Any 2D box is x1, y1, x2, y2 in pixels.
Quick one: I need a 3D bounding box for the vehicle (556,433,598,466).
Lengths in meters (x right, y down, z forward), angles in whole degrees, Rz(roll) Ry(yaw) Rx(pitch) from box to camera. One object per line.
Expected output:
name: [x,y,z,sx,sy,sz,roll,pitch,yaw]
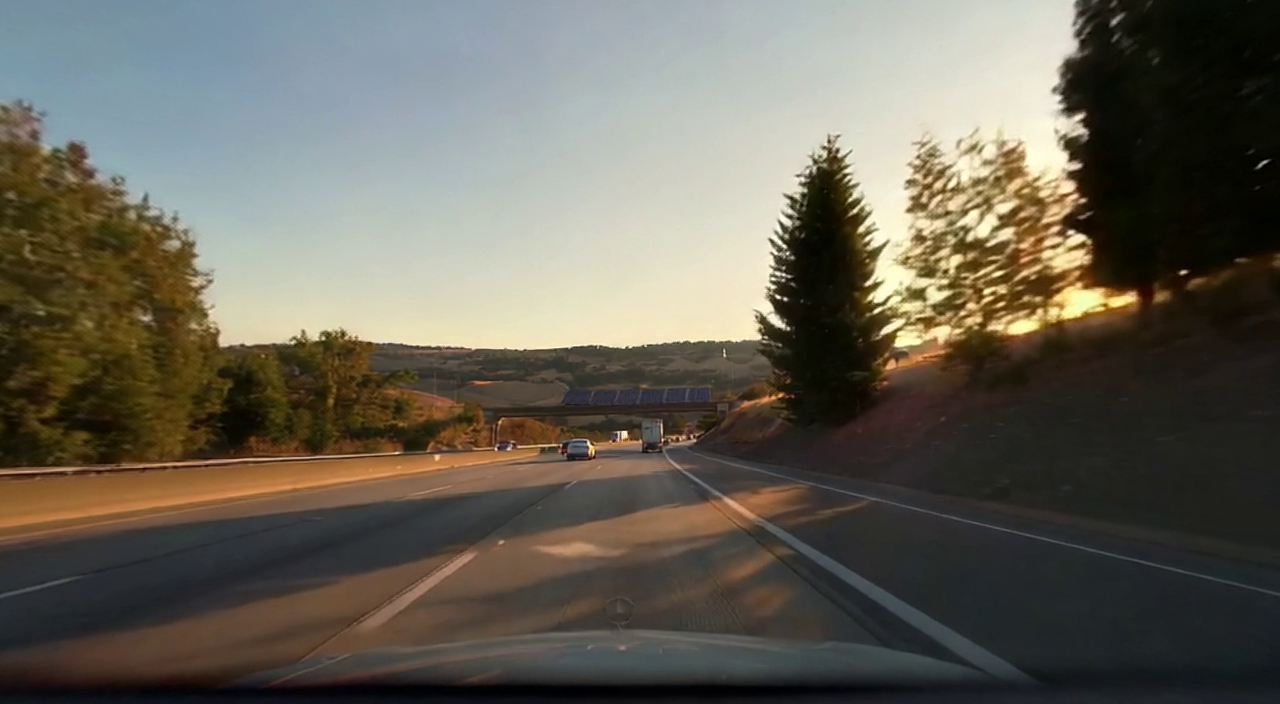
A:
vehicle: [-3.921,6.146,39.978,2.130,1.935,4.817,-1,-8,1]
